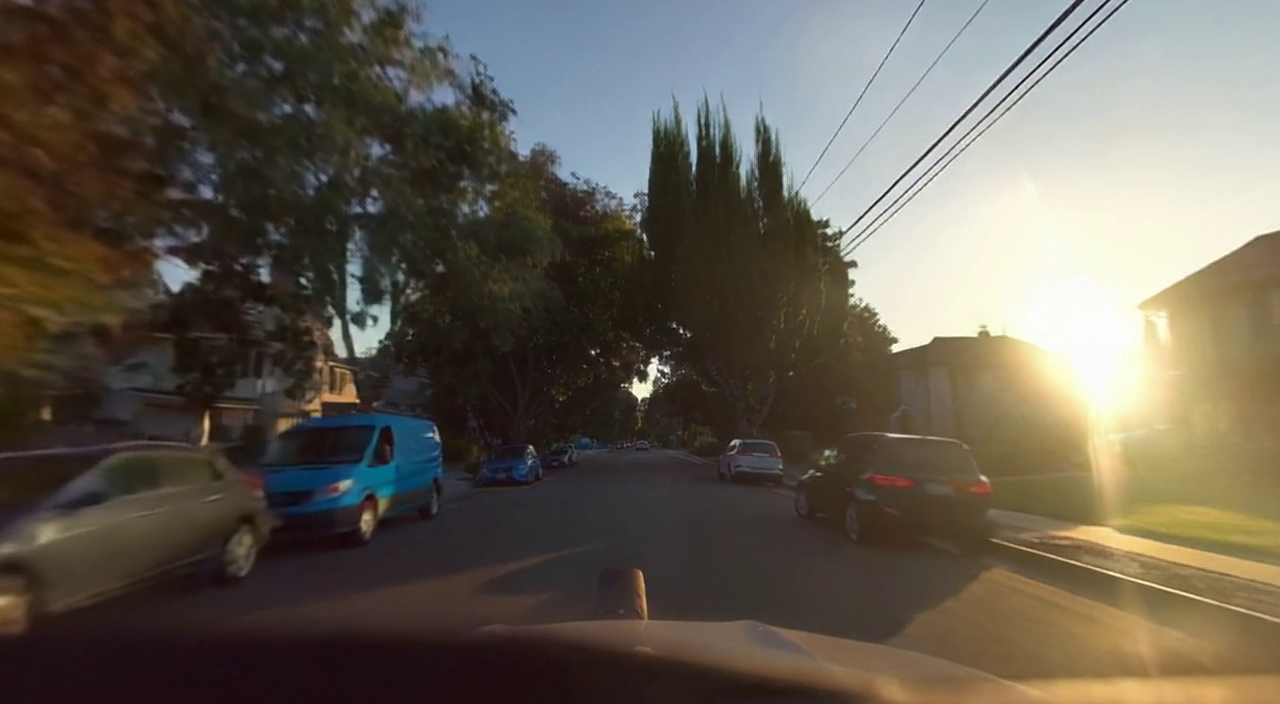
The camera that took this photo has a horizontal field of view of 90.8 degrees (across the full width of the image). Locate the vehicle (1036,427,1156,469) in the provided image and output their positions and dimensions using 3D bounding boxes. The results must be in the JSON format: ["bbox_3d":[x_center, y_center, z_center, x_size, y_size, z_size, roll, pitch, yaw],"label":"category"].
[{"bbox_3d":[19.262,4.084,26.961,2.086,1.658,4.154,0,-9,2],"label":"vehicle"}]

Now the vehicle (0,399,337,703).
[{"bbox_3d":[-4.523,1.310,4.752,2.116,1.659,4.832,-3,-7,0],"label":"vehicle"}]

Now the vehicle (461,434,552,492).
[{"bbox_3d":[-4.372,3.714,21.432,2.157,1.736,4.104,-1,-8,1],"label":"vehicle"}]

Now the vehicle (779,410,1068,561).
[{"bbox_3d":[4.095,2.058,10.664,2.152,1.810,5.846,1,-8,0],"label":"vehicle"}]

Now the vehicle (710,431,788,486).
[{"bbox_3d":[3.890,3.900,23.457,2.173,1.806,4.701,0,-8,1],"label":"vehicle"}]

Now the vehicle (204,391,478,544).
[{"bbox_3d":[-4.646,1.884,11.163,2.087,1.993,5.635,0,-7,0],"label":"vehicle"}]
